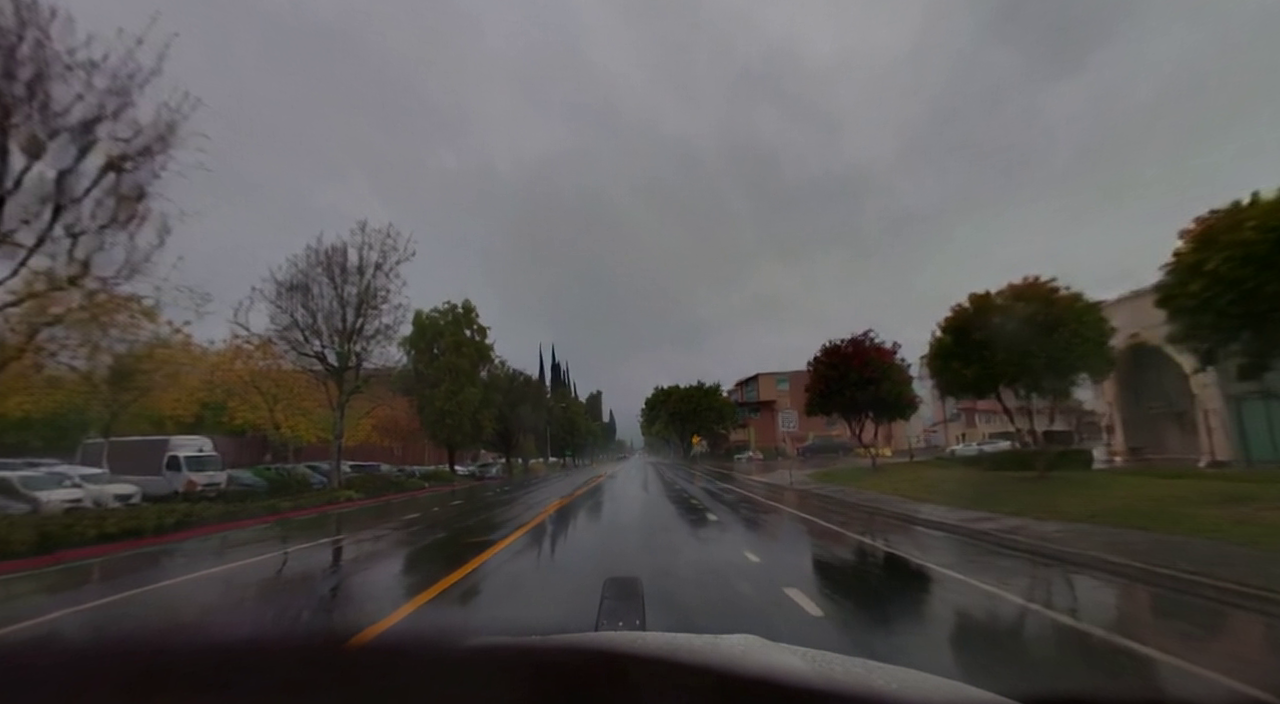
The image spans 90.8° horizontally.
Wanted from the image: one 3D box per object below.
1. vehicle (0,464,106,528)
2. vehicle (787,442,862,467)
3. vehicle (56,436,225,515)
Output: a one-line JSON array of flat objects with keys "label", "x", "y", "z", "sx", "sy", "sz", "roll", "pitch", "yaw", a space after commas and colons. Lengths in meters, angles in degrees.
[{"label": "vehicle", "x": -19.142, "y": 4.336, "z": 19.488, "sx": 4.686, "sy": 1.716, "sz": 2.017, "roll": -4, "pitch": -11, "yaw": 23}, {"label": "vehicle", "x": 12.904, "y": 7.195, "z": 44.266, "sx": 4.632, "sy": 1.701, "sz": 1.975, "roll": -5, "pitch": -11, "yaw": 27}, {"label": "vehicle", "x": -19.454, "y": 4.732, "z": 24.605, "sx": 5.971, "sy": 2.749, "sz": 2.293, "roll": -4, "pitch": -10, "yaw": 22}]
